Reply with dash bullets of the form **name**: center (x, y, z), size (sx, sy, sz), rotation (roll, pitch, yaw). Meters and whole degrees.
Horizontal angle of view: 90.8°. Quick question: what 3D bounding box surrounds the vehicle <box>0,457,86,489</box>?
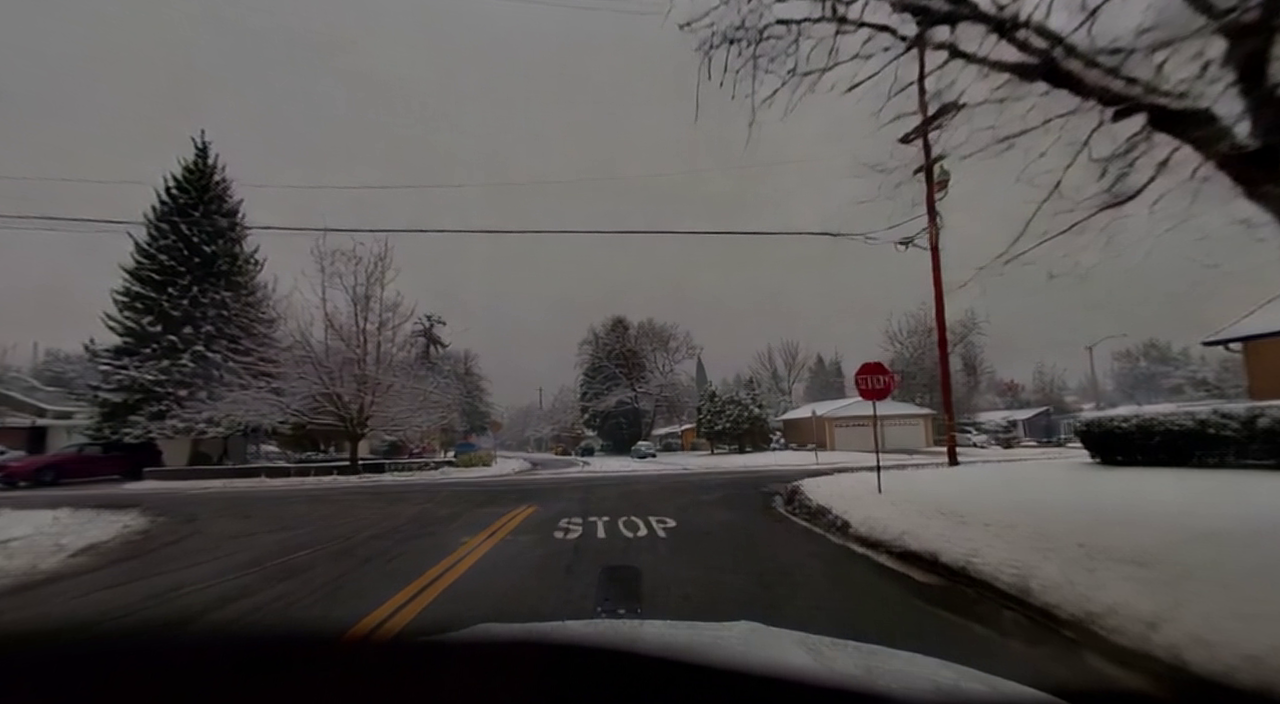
- **vehicle**: center (-28.535, 5.702, 30.000), size (1.864, 1.337, 3.943), rotation (3, -9, -19)
